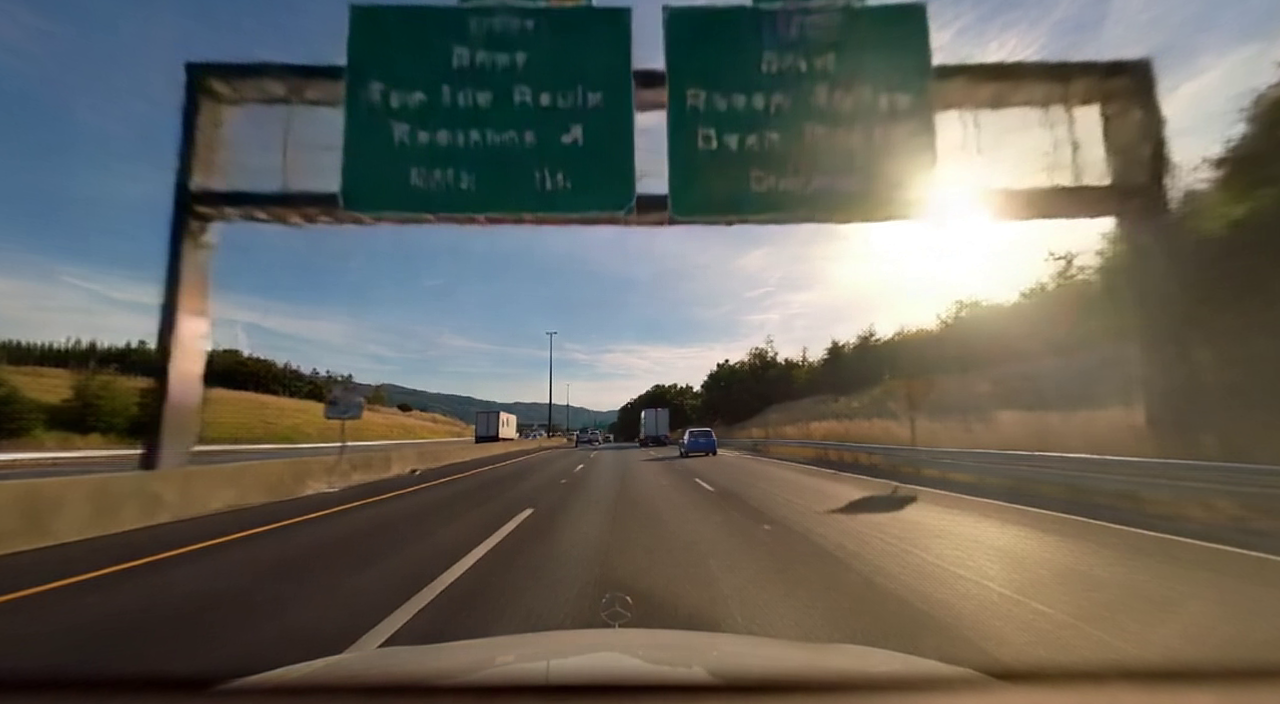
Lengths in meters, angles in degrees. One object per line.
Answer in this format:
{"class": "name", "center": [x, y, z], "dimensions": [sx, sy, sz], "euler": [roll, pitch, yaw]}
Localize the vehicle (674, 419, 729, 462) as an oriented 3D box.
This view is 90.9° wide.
{"class": "vehicle", "center": [2.924, 4.316, 30.799], "dimensions": [2.076, 1.914, 4.287], "euler": [0, -8, -2]}
